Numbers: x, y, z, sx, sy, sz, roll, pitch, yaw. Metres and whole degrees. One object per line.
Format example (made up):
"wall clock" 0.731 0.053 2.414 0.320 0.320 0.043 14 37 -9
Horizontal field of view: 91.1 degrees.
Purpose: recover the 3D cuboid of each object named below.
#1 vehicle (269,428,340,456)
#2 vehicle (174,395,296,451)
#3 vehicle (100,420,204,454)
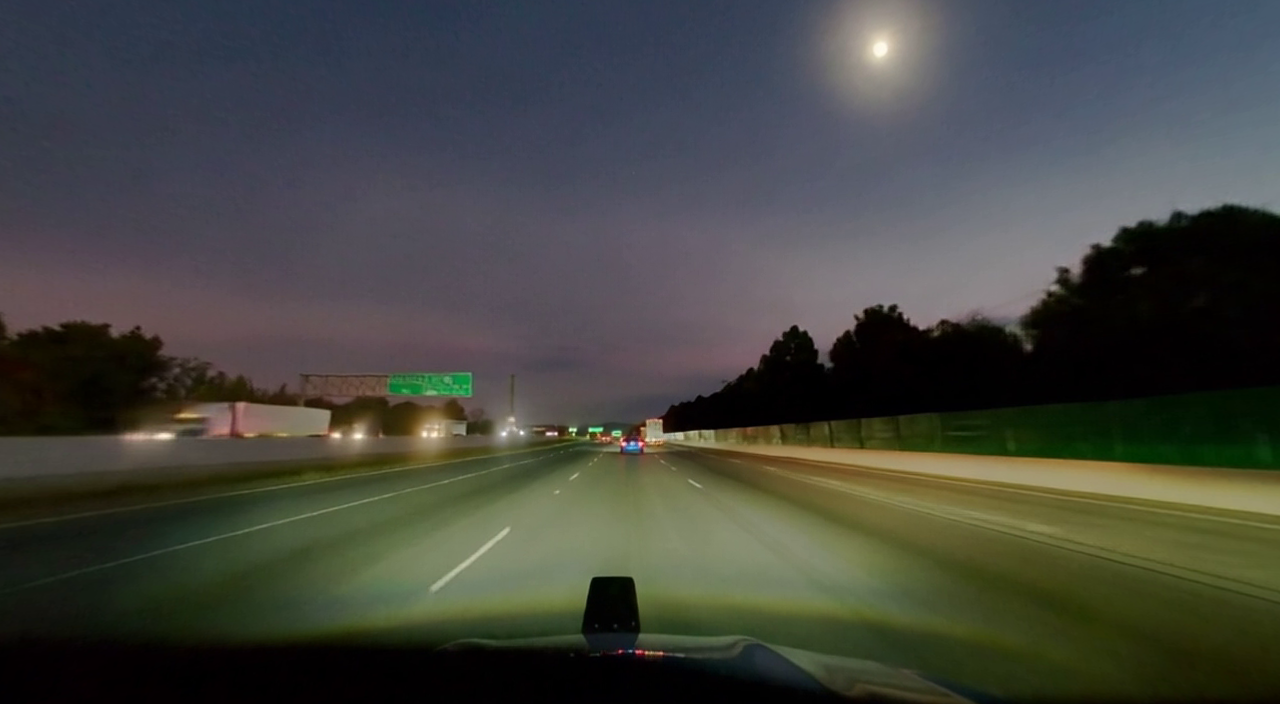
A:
"vehicle" -18.548 4.993 34.964 1.785 1.452 4.015 0 -8 -1
"vehicle" -30.909 5.627 48.754 2.986 3.891 10.108 0 -8 -2
"vehicle" -25.923 4.561 33.641 1.904 1.680 4.621 0 -8 -1
